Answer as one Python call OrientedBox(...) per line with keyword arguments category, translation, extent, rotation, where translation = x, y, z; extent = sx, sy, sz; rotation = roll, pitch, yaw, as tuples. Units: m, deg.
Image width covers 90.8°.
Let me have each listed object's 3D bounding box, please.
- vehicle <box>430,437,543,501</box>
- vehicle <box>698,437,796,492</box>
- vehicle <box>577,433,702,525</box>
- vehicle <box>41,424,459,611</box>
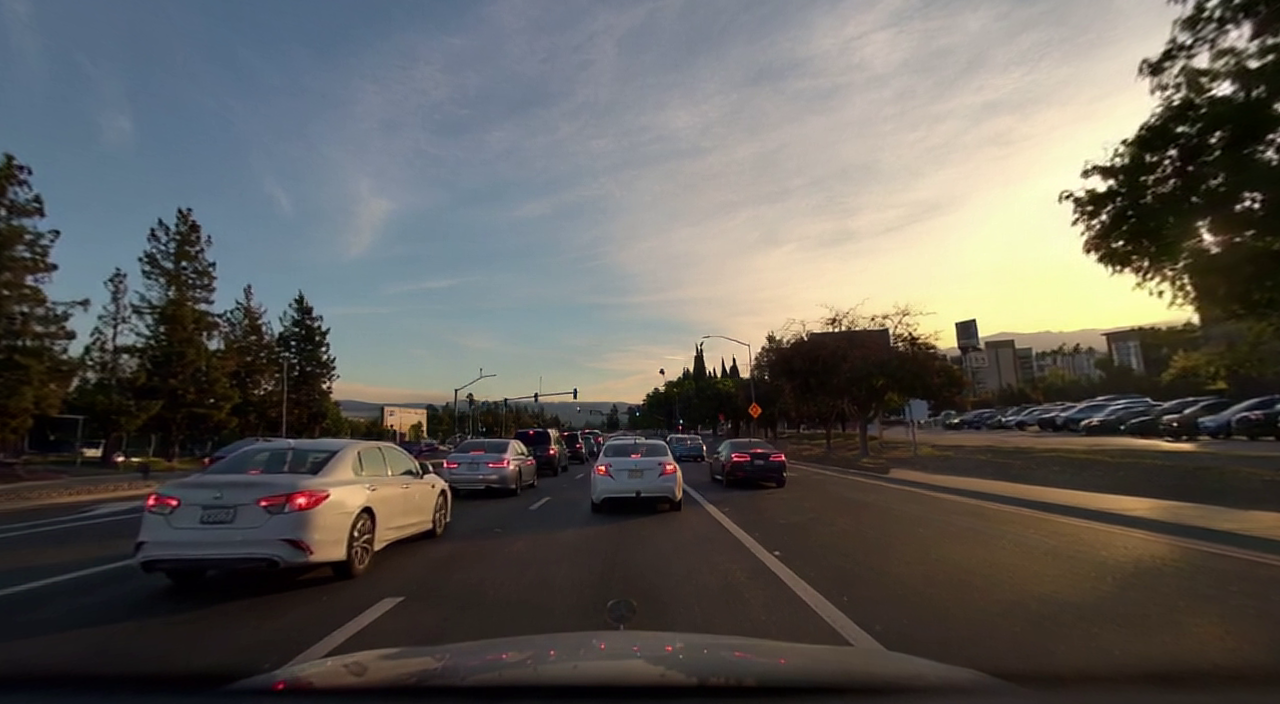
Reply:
OrientedBox(category="vehicle", translation=(-3.883, 3.031, 16.813), extent=(1.985, 1.467, 4.224), rotation=(0, -8, 0))
OrientedBox(category="vehicle", translation=(3.054, 3.315, 19.047), extent=(1.978, 1.452, 4.381), rotation=(0, -8, -3))
OrientedBox(category="vehicle", translation=(-0.086, 2.352, 12.283), extent=(2.007, 1.467, 4.059), rotation=(0, -8, -2))
OrientedBox(category="vehicle", translation=(-3.749, 1.646, 7.278), extent=(2.052, 1.475, 4.341), rotation=(0, -8, 0))
